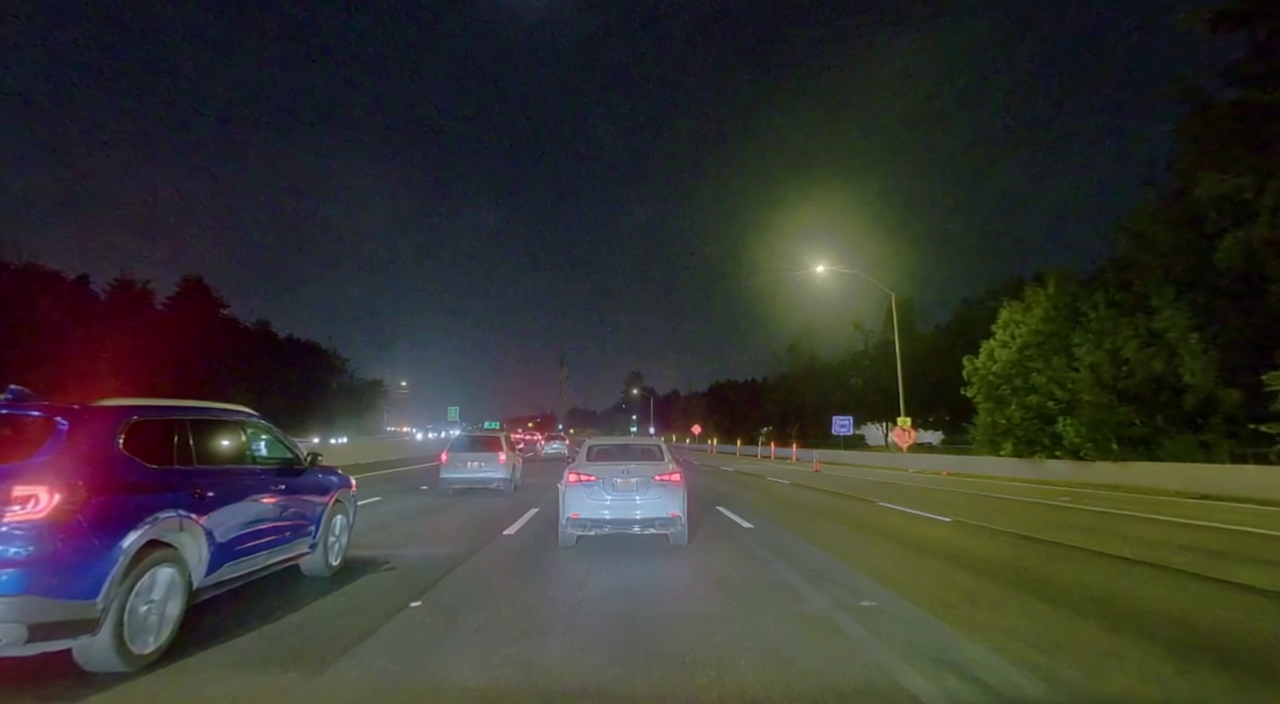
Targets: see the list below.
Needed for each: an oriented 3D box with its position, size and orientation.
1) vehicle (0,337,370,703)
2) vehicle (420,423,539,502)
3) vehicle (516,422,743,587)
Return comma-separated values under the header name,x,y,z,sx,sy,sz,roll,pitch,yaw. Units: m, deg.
name,x,y,z,sx,sy,sz,roll,pitch,yaw
vehicle,-3.615,1.026,4.028,2.025,1.708,4.089,0,-9,-1
vehicle,-3.912,2.773,16.190,1.982,1.727,4.057,0,-9,-1
vehicle,-0.180,1.687,7.822,2.069,1.484,3.982,0,-9,-3
